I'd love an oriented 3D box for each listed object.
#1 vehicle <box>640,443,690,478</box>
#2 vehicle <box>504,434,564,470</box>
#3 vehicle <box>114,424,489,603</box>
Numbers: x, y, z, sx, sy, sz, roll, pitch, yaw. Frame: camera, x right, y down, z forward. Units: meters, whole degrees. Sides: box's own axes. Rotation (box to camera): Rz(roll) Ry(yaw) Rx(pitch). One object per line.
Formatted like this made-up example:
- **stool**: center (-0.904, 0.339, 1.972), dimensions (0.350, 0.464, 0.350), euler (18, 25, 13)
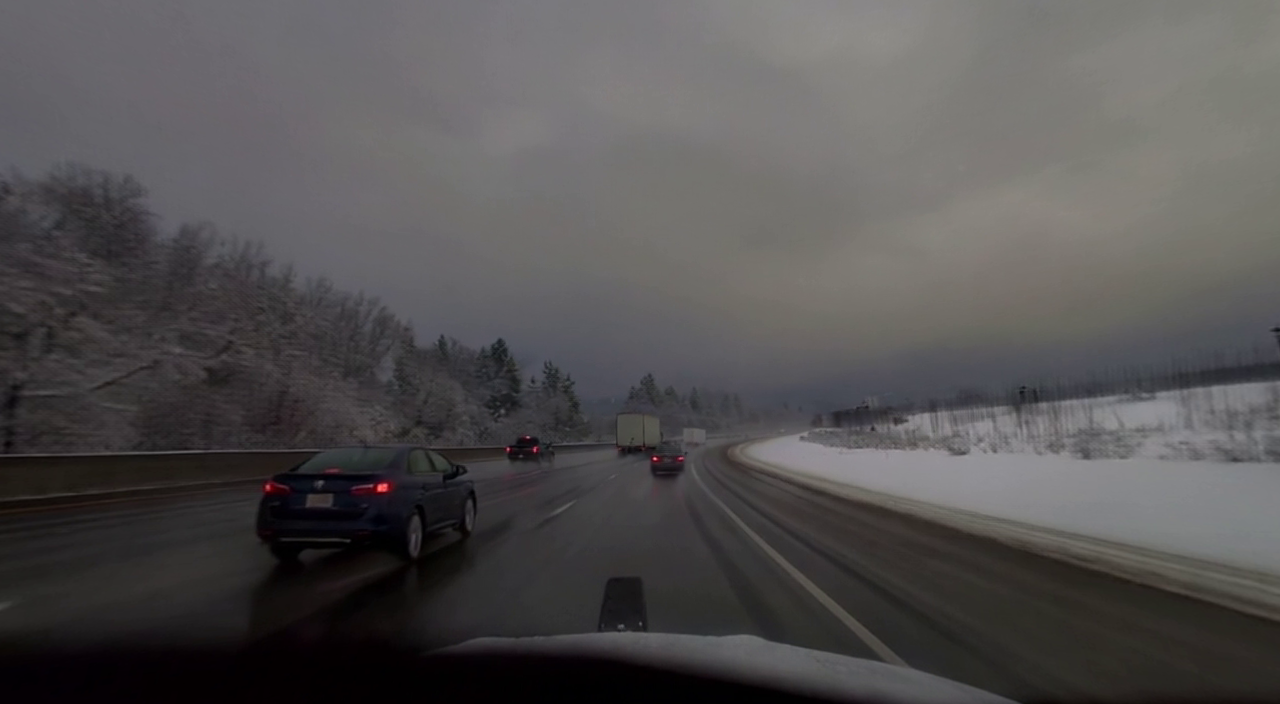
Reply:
- **vehicle**: center (1.071, 4.564, 26.716), dimensions (1.984, 1.365, 3.767), euler (0, -8, 3)
- **vehicle**: center (-5.797, 5.516, 35.051), dimensions (2.142, 1.833, 4.854), euler (-1, -9, 4)
- **vehicle**: center (-3.427, 1.711, 7.703), dimensions (1.916, 1.486, 4.631), euler (0, -9, 1)
